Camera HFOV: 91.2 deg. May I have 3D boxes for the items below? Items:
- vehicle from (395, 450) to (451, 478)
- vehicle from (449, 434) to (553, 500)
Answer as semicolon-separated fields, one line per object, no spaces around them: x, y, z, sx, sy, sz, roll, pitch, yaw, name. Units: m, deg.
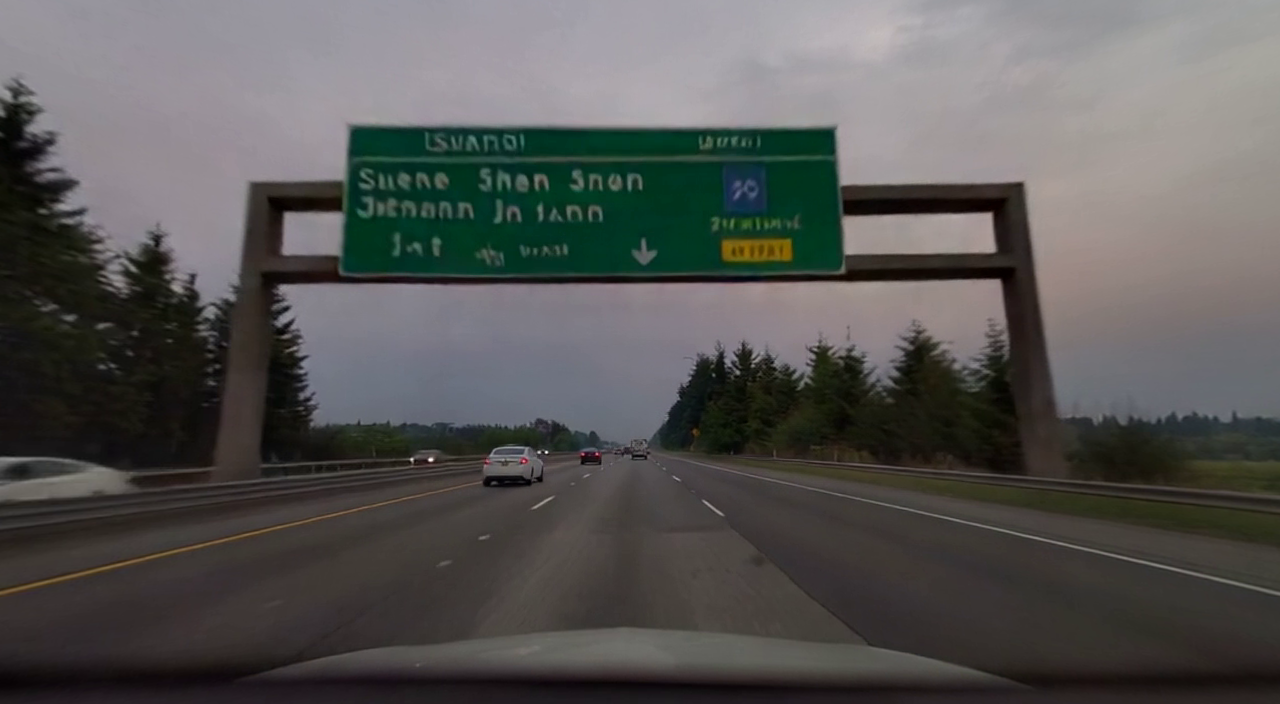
-12.527;6.459;36.404;1.848;1.498;3.906;0;-9;0;vehicle
-3.963;3.366;18.741;2.151;1.693;4.201;0;-9;0;vehicle
